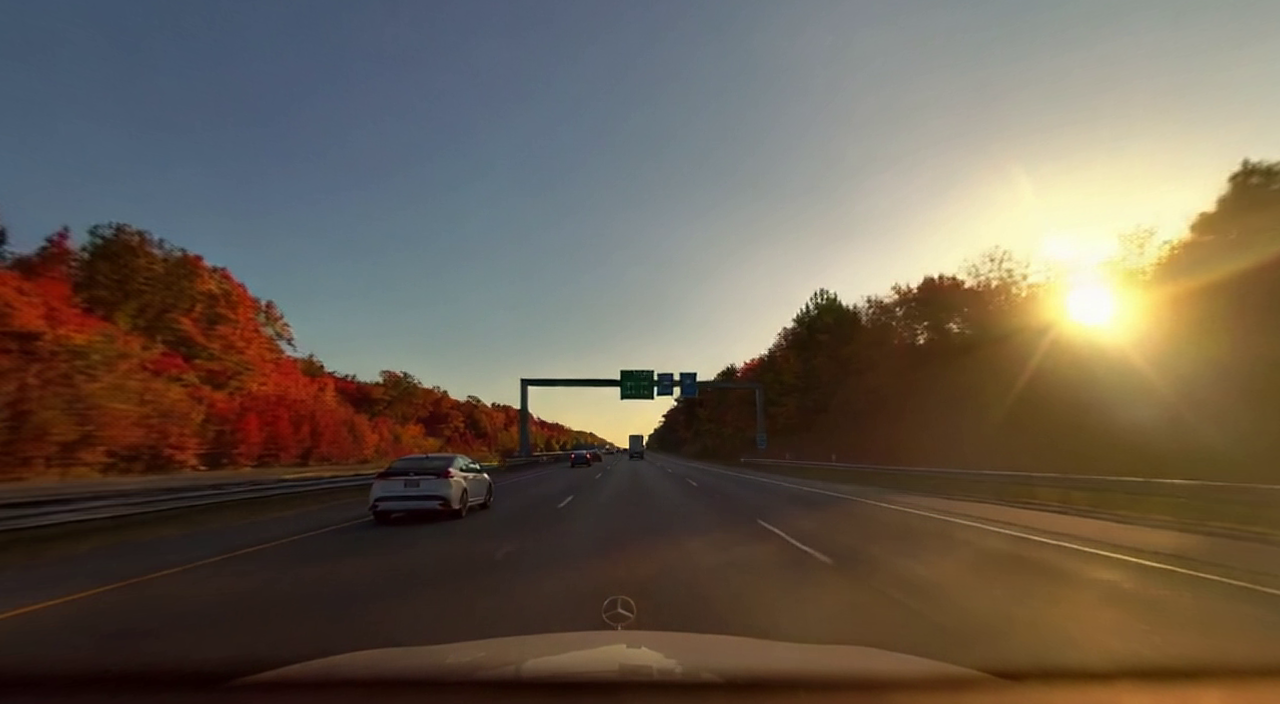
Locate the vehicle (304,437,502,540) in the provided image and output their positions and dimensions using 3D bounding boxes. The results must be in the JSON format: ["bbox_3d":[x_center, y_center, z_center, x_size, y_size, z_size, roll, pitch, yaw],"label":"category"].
[{"bbox_3d":[-4.035,2.387,11.565,2.071,1.525,4.058,0,-9,0],"label":"vehicle"}]
